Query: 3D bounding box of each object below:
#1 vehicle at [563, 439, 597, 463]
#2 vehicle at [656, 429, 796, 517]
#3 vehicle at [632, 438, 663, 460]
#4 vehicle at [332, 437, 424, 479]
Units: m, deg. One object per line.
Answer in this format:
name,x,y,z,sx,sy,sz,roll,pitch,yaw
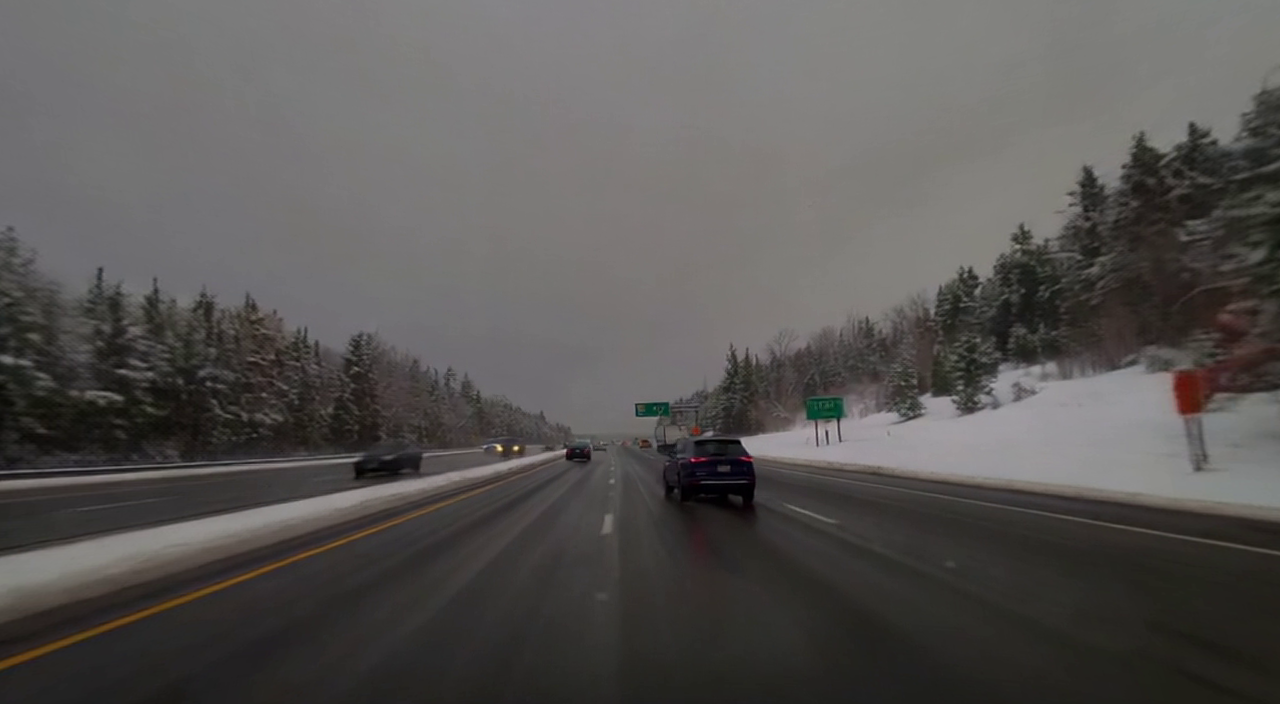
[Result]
vehicle,-3.972,6.597,42.380,2.055,1.466,4.317,0,-8,-3
vehicle,1.562,2.411,13.343,1.961,1.495,4.743,0,-8,-4
vehicle,0.521,7.119,46.557,1.995,1.556,3.893,0,-8,-4
vehicle,-10.844,4.382,26.512,2.017,1.576,4.657,0,-8,-2
